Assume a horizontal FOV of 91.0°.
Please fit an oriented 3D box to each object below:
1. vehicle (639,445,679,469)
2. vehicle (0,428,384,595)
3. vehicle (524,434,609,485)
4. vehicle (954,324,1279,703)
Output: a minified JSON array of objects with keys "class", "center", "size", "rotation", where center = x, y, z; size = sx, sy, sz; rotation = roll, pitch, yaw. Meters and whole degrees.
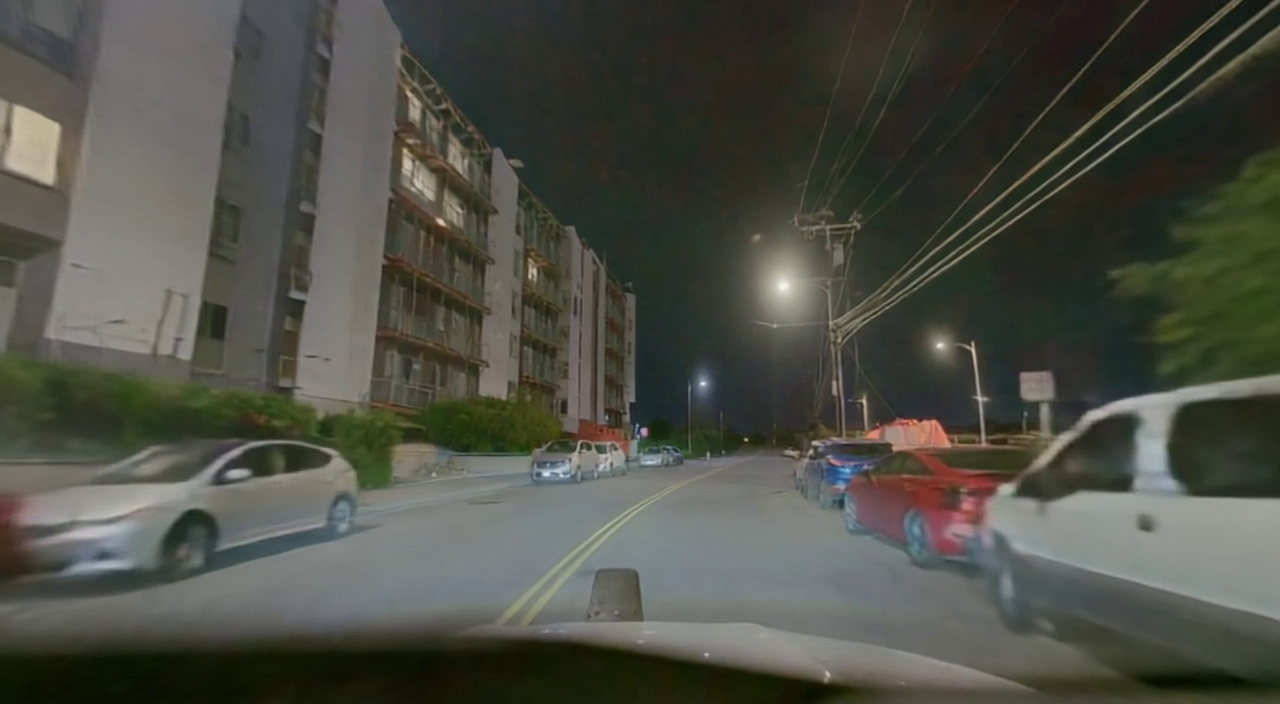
[{"class":"vehicle","center":[1.414,7.529,45.449],"size":[1.998,1.633,4.673],"rotation":[-2,-9,12]},{"class":"vehicle","center":[-5.654,1.896,8.506],"size":[1.966,1.568,4.705],"rotation":[-1,-9,7]},{"class":"vehicle","center":[-2.884,4.382,25.944],"size":[1.953,1.871,4.712],"rotation":[-2,-9,13]},{"class":"vehicle","center":[3.814,0.901,2.638],"size":[2.184,2.035,5.422],"rotation":[0,-9,0]}]
